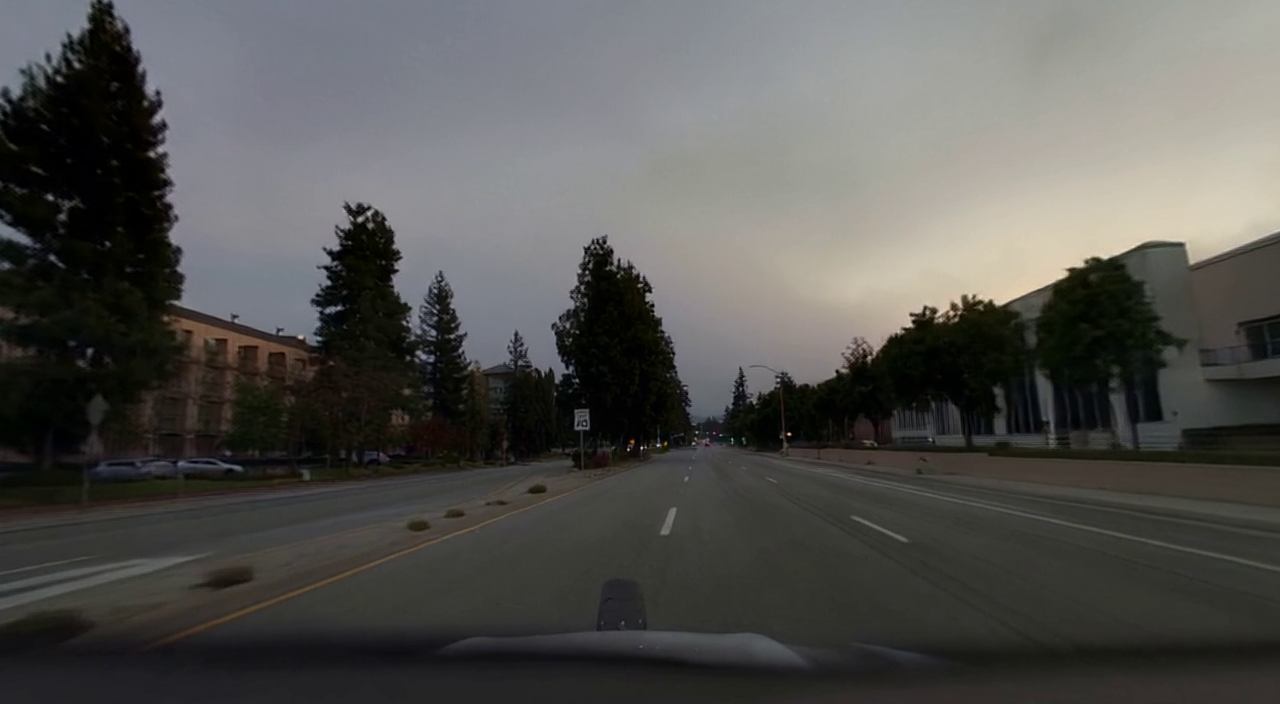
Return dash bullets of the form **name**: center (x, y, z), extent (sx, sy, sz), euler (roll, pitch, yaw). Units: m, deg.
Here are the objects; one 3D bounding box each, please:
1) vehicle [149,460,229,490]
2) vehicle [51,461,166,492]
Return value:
- **vehicle**: center (-26.641, 7.260, 37.276), extent (3.587, 1.424, 1.633), euler (-4, -8, 4)
- **vehicle**: center (-27.098, 6.343, 32.214), extent (4.380, 1.461, 1.754), euler (-1, -8, 4)
